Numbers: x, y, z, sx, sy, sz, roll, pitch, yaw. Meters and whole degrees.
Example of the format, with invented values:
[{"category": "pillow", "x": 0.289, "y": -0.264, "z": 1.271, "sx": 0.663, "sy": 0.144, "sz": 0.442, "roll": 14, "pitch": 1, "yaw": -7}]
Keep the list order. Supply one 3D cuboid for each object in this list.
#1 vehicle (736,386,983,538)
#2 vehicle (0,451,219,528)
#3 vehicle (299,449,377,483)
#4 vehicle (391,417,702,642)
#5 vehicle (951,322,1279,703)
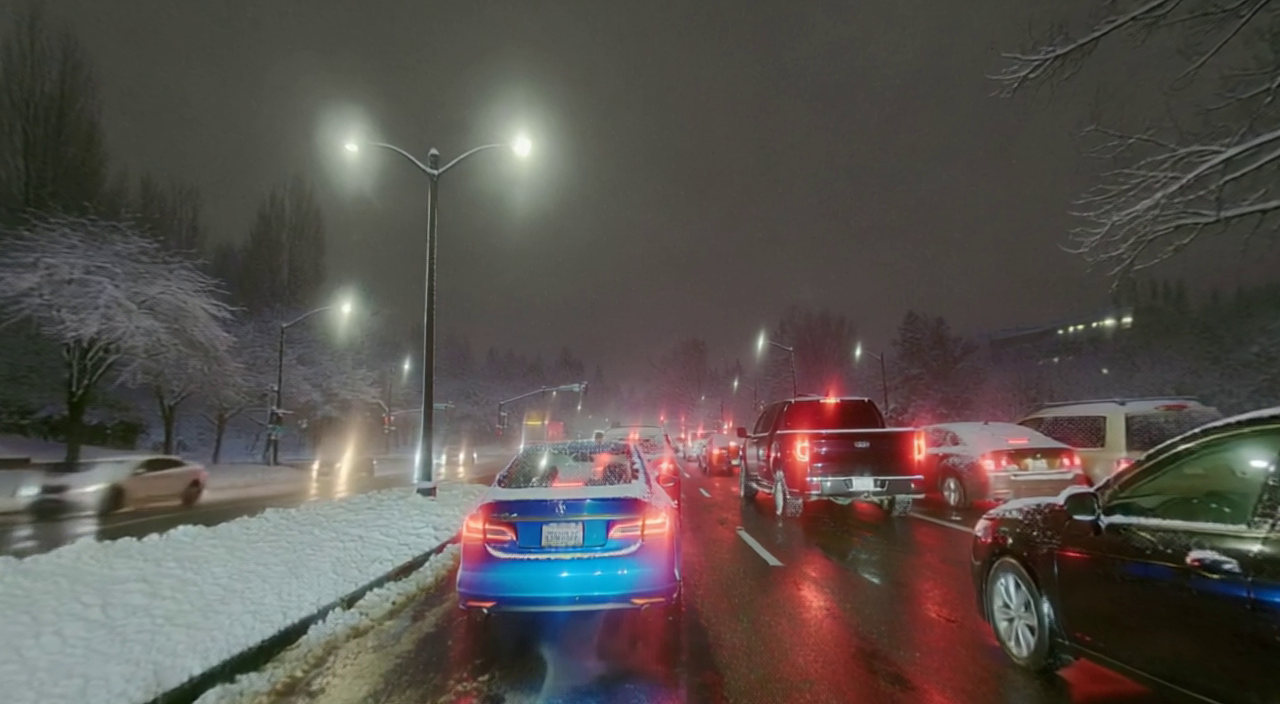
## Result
[{"category": "vehicle", "x": 3.510, "y": 1.960, "z": 11.701, "sx": 2.444, "sy": 2.098, "sz": 5.766, "roll": 0, "pitch": -9, "yaw": -1}, {"category": "vehicle", "x": -12.726, "y": 3.199, "z": 15.231, "sx": 1.882, "sy": 1.538, "sz": 4.382, "roll": 0, "pitch": -8, "yaw": 1}, {"category": "vehicle", "x": -16.100, "y": 6.077, "z": 33.727, "sx": 2.000, "sy": 1.656, "sz": 4.160, "roll": 0, "pitch": -9, "yaw": 1}, {"category": "vehicle", "x": -0.581, "y": 1.502, "z": 6.336, "sx": 2.111, "sy": 1.506, "sz": 4.018, "roll": 0, "pitch": -8, "yaw": 2}, {"category": "vehicle", "x": 3.158, "y": 0.760, "z": 2.092, "sx": 1.982, "sy": 1.709, "sz": 4.427, "roll": 0, "pitch": -9, "yaw": 1}]
